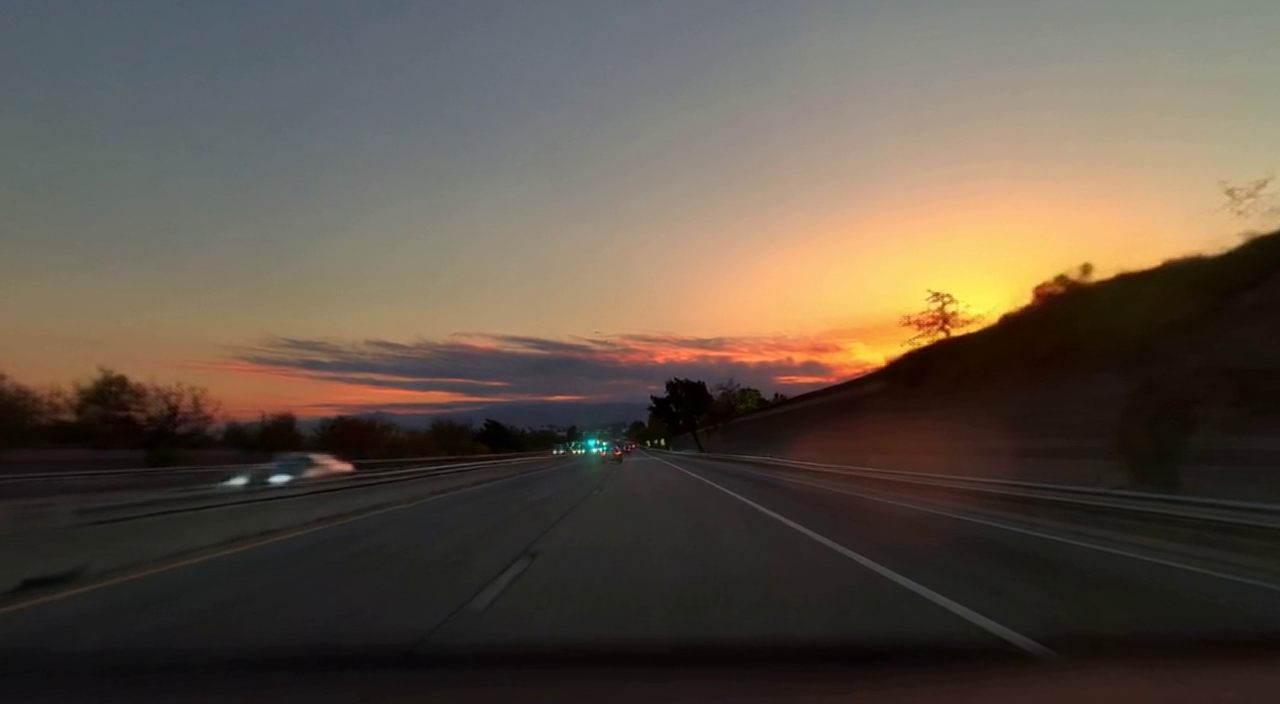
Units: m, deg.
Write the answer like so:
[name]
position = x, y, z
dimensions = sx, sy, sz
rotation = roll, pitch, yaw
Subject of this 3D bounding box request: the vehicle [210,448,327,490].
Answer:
[vehicle]
position = -15.277, 4.814, 26.221
dimensions = 2.046, 1.530, 4.596
rotation = 0, -8, 0
